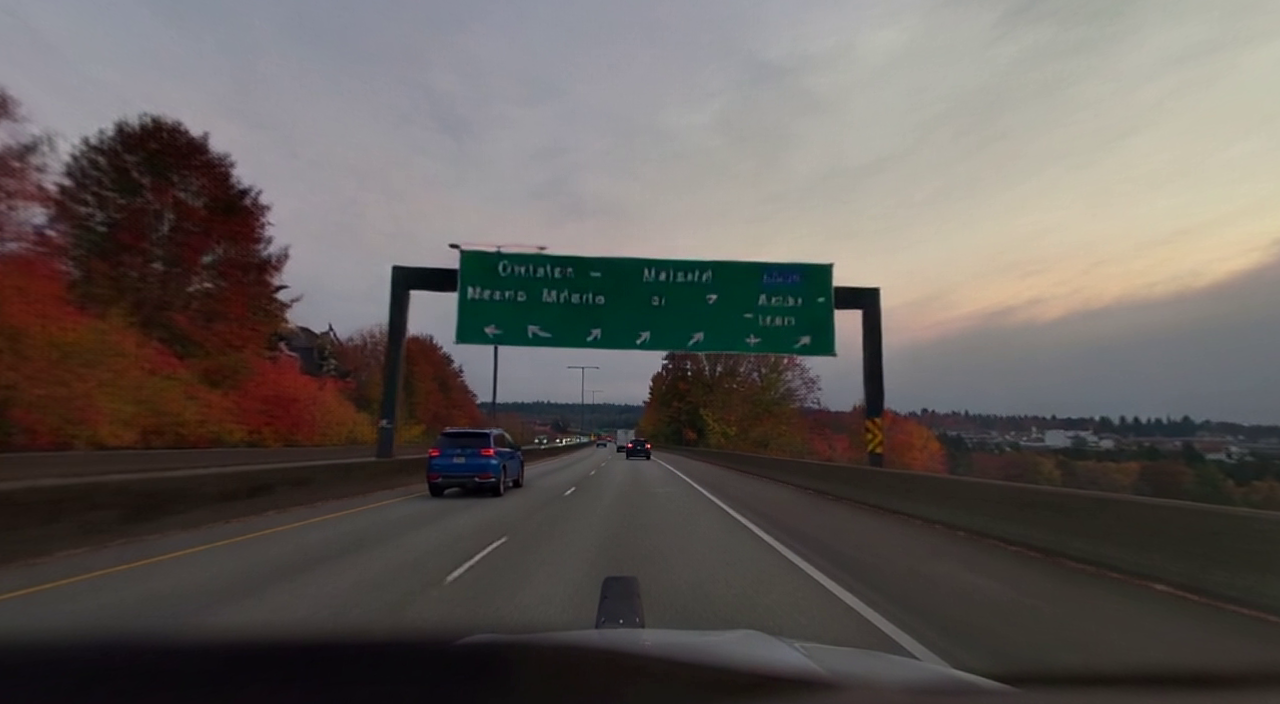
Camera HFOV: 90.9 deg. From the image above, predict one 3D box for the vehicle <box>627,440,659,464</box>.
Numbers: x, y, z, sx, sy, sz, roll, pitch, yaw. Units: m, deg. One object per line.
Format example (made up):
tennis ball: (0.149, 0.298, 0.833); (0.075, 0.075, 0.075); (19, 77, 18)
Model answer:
vehicle: (0.179, 6.455, 40.772); (1.939, 1.497, 3.863); (0, -8, -1)

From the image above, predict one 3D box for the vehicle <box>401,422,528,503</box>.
vehicle: (-4.168, 2.683, 15.724); (1.924, 1.720, 4.195); (0, -8, 0)
